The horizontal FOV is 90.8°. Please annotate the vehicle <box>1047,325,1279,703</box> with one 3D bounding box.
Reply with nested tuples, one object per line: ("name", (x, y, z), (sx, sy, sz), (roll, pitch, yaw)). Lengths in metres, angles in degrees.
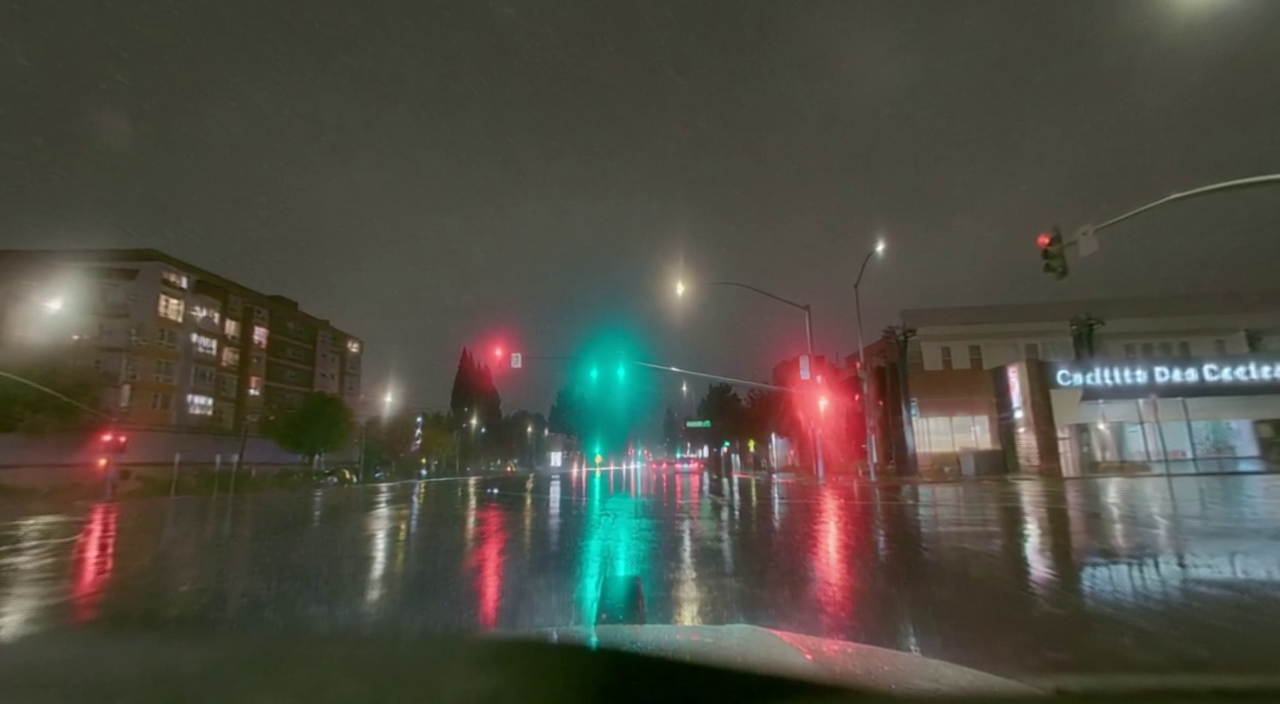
("vehicle", (3.158, 0.596, 0.934), (1.973, 1.697, 4.377), (0, -8, -4))
